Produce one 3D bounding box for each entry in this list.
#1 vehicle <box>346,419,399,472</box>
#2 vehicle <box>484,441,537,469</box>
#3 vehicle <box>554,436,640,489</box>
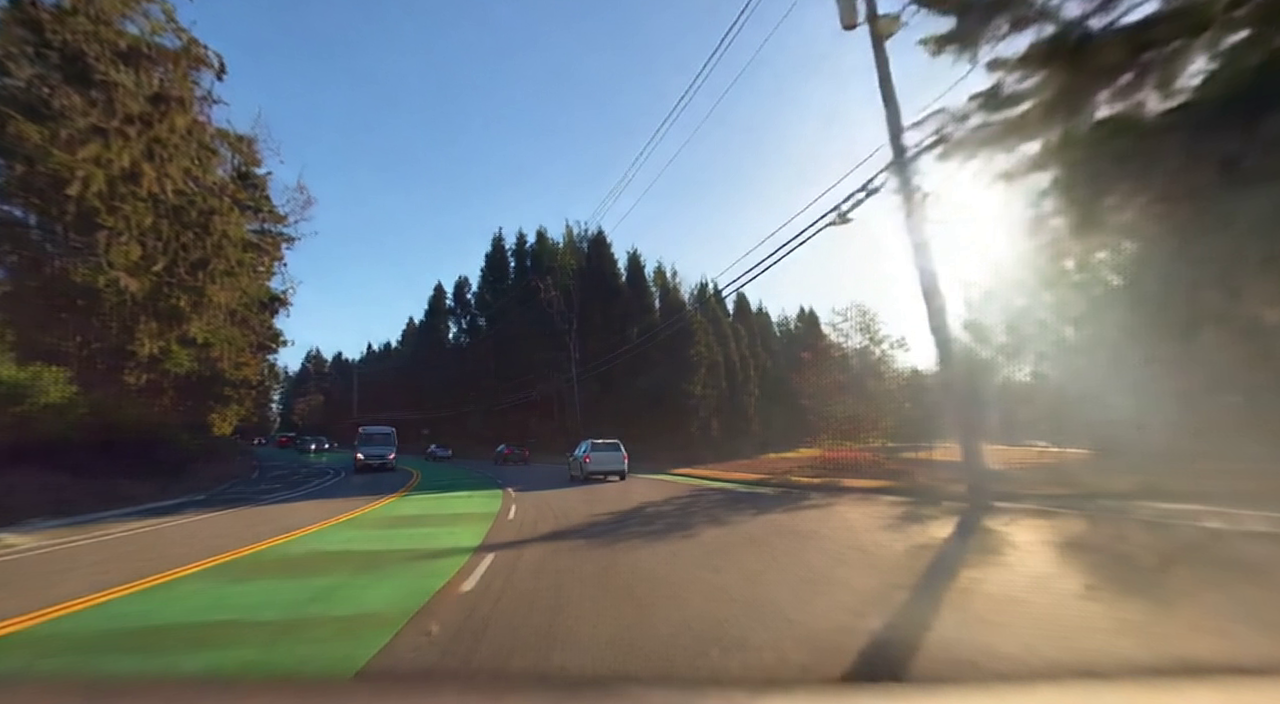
[{"bbox_3d":[-16.270,5.675,38.202,2.413,2.872,6.823,4,-10,-26],"label":"vehicle"},{"bbox_3d":[-8.336,6.574,40.363,2.075,1.699,4.520,4,-10,-28],"label":"vehicle"},{"bbox_3d":[-1.716,4.074,23.566,2.140,1.767,4.720,2,-9,-17],"label":"vehicle"}]
